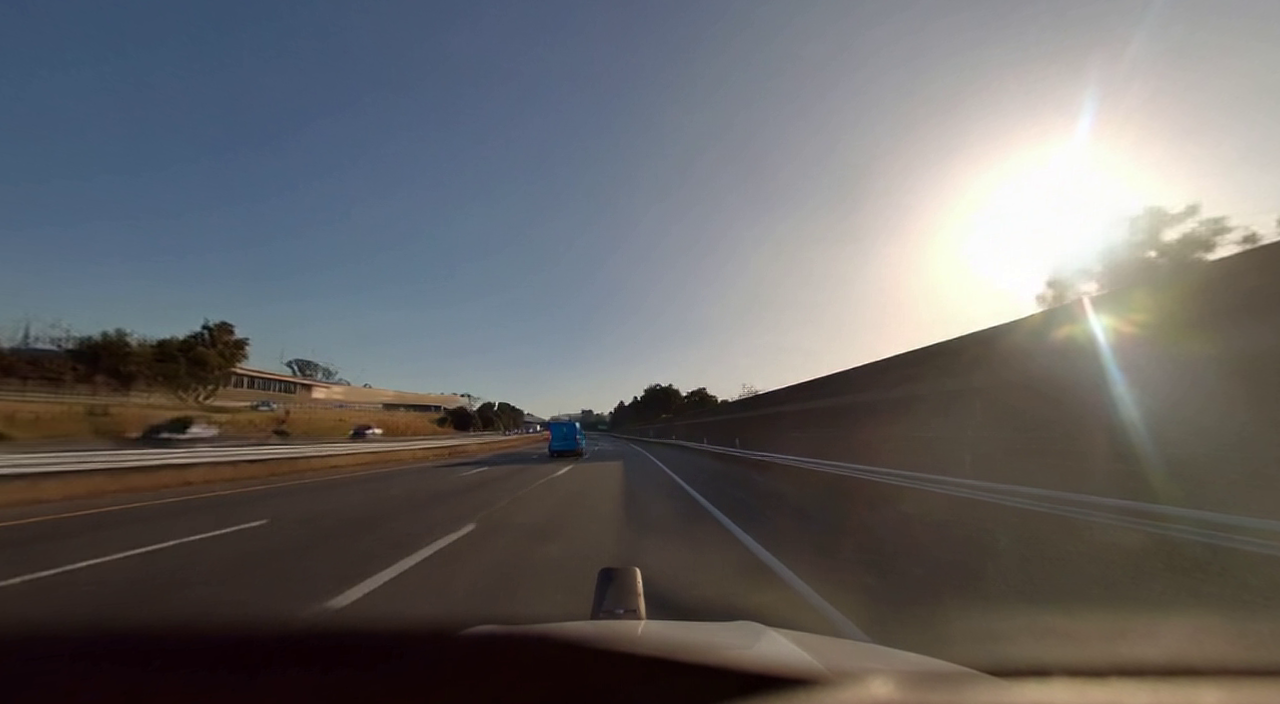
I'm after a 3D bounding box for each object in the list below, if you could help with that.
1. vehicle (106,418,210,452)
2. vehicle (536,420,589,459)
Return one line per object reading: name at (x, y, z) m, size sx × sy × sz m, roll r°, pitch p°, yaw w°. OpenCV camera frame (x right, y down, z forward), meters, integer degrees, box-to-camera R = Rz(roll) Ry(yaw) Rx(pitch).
vehicle at (-22.298, 3.878, 29.288) m, size 1.787 × 1.462 × 3.938 m, roll 0°, pitch -8°, yaw -2°
vehicle at (-4.344, 5.010, 36.035) m, size 2.309 × 2.053 × 4.884 m, roll 0°, pitch -8°, yaw 1°
